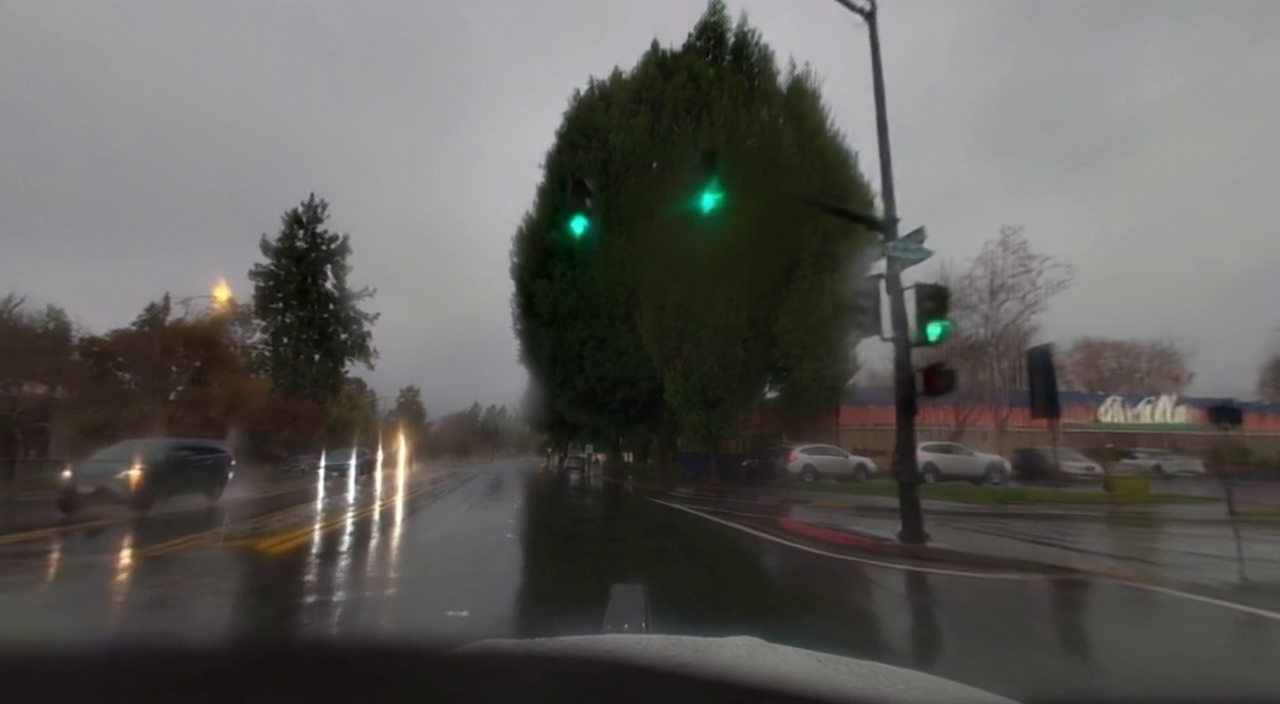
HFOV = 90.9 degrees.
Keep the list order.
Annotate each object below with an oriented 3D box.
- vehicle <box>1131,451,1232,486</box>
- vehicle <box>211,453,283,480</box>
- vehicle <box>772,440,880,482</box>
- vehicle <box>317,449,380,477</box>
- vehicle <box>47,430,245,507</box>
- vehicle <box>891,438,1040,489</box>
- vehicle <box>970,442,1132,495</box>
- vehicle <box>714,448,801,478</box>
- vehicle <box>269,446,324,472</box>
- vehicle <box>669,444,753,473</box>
[{"bbox_3d":[24.840,5.286,28.904,4.324,1.437,1.865,4,-10,-26],"label":"vehicle"},{"bbox_3d":[-23.917,6.953,38.542,2.019,1.471,4.600,2,-9,-9],"label":"vehicle"},{"bbox_3d":[8.461,4.920,28.641,4.669,1.770,1.896,5,-10,-28],"label":"vehicle"},{"bbox_3d":[-16.200,6.175,35.255,1.951,1.436,4.624,1,-9,-9],"label":"vehicle"},{"bbox_3d":[-13.602,3.222,17.931,2.049,1.817,5.292,2,-9,-10],"label":"vehicle"},{"bbox_3d":[12.729,4.306,24.657,5.314,1.829,2.018,3,-9,-20],"label":"vehicle"},{"bbox_3d":[14.118,3.972,21.788,4.375,1.685,2.045,2,-9,-11],"label":"vehicle"},{"bbox_3d":[6.275,5.912,33.749,4.257,1.474,1.751,3,-9,-17],"label":"vehicle"},{"bbox_3d":[-25.242,7.843,46.524,1.882,1.706,4.938,0,-7,-8],"label":"vehicle"},{"bbox_3d":[4.420,6.706,39.747,4.843,1.748,1.985,2,-9,-14],"label":"vehicle"}]
